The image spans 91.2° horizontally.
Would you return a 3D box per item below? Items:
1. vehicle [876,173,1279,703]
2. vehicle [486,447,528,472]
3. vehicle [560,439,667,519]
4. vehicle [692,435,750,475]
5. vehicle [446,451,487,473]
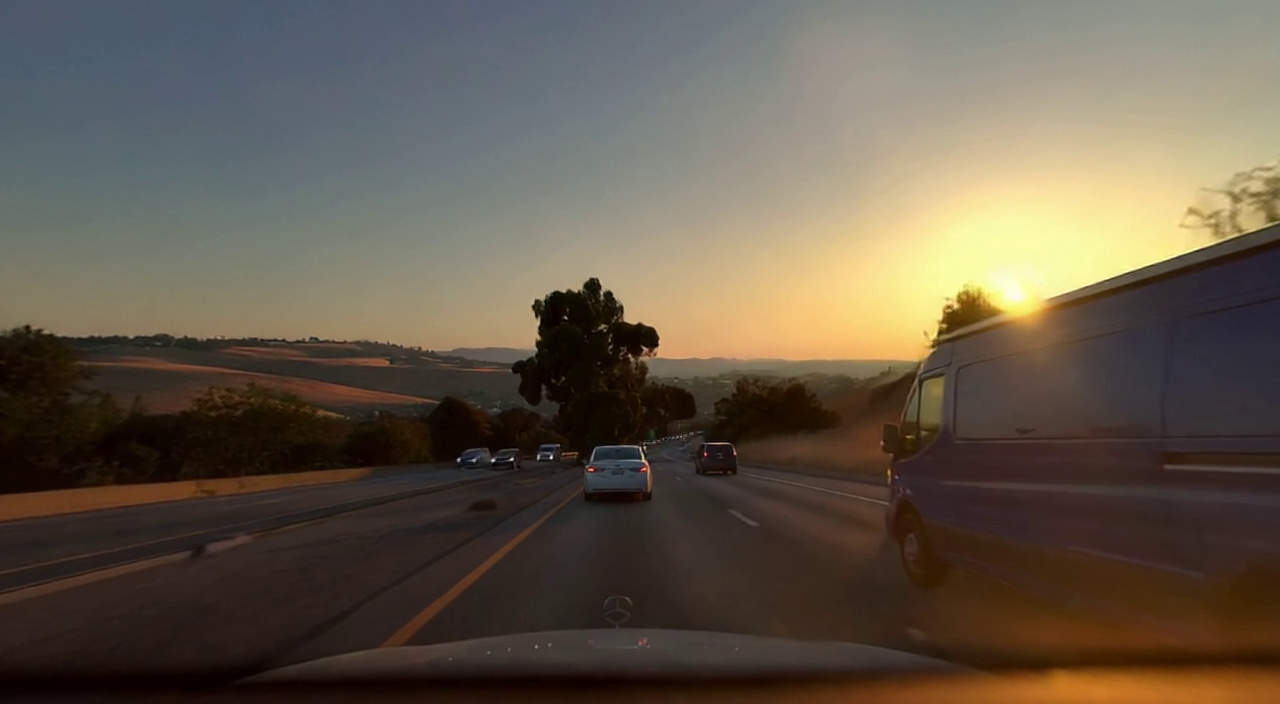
[{"bbox_3d":[3.828,0.665,3.782,2.399,2.421,5.829,0,-9,-1],"label":"vehicle"},{"bbox_3d":[-9.102,7.401,43.252,1.984,1.571,4.292,0,-9,0],"label":"vehicle"},{"bbox_3d":[-0.520,2.699,13.792,2.029,1.483,3.769,0,-9,0],"label":"vehicle"},{"bbox_3d":[4.156,5.406,33.009,2.261,1.952,4.784,0,-9,-1],"label":"vehicle"},{"bbox_3d":[-12.916,8.192,46.819,1.853,1.507,4.226,0,-9,-1],"label":"vehicle"}]
